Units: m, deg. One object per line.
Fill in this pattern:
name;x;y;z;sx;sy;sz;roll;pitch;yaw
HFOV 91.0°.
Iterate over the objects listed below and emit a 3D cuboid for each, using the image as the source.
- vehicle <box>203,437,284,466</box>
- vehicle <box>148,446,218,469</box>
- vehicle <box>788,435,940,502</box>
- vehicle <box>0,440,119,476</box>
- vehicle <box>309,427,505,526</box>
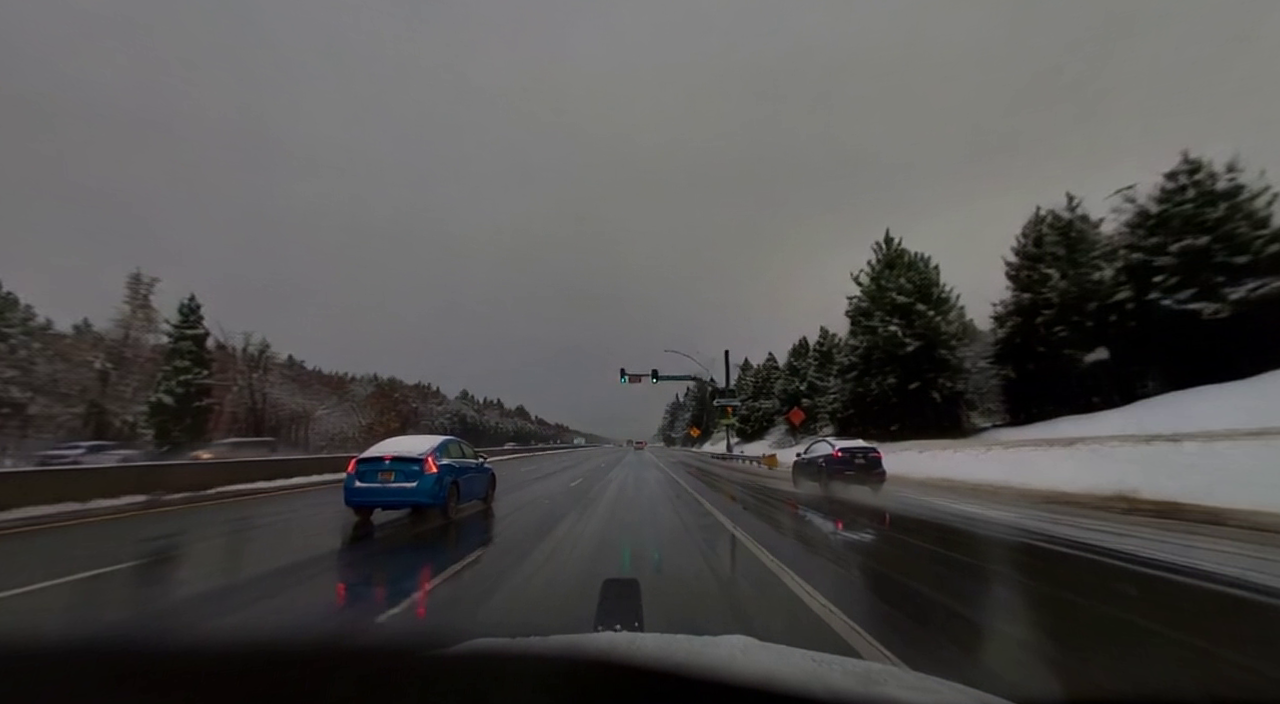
vehicle;-28.667;7.197;45.775;2.184;1.961;5.736;0;-9;0
vehicle;-33.043;7.627;45.652;1.851;1.562;4.300;0;-8;-1
vehicle;5.567;2.952;16.462;2.049;1.481;4.774;0;-9;-2
vehicle;-32.986;6.002;35.847;2.132;1.892;5.077;0;-9;0
vehicle;-4.077;2.257;11.976;1.987;1.516;4.478;0;-9;0
